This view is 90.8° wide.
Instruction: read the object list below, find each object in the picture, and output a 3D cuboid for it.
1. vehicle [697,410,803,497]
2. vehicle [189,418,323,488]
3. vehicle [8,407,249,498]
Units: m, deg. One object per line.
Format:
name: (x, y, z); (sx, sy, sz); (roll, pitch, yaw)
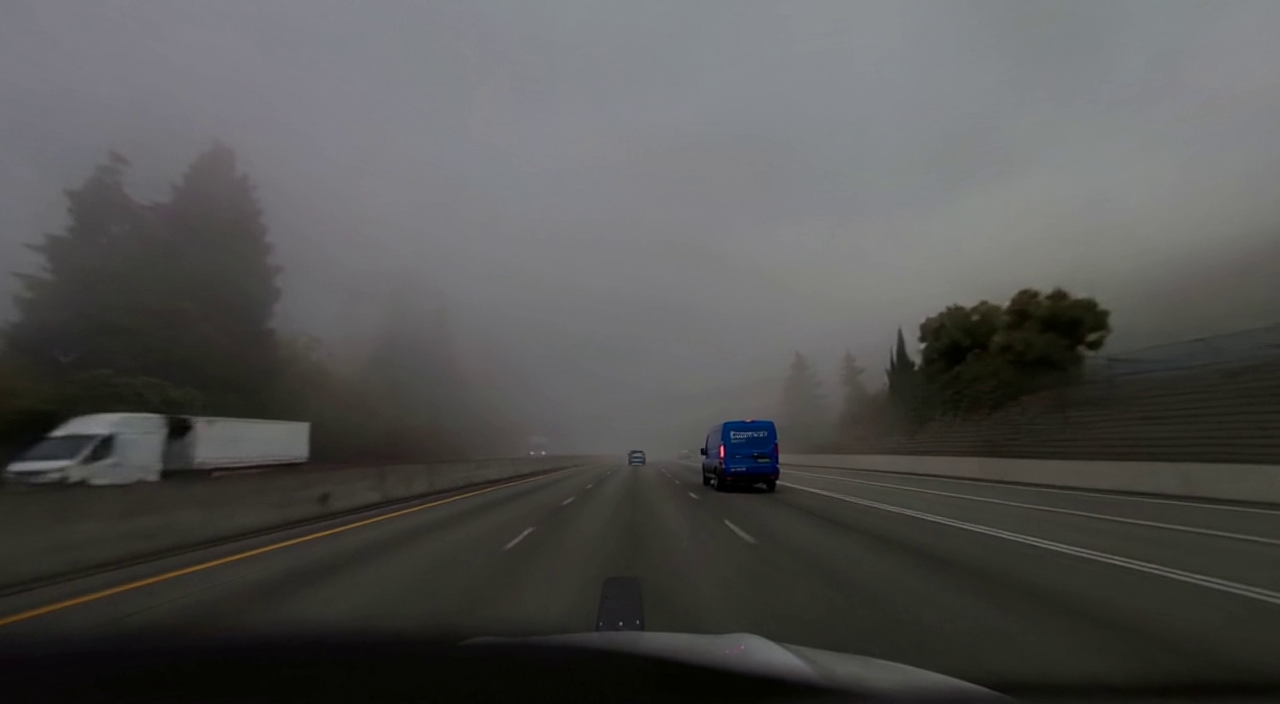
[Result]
vehicle: (3.533, 3.471, 21.697); (2.373, 2.561, 5.922); (0, -9, -2)
vehicle: (-24.155, 6.441, 40.461); (3.116, 3.980, 8.474); (0, -9, 0)
vehicle: (-24.100, 4.929, 30.997); (2.946, 3.683, 10.509); (0, -9, 0)
